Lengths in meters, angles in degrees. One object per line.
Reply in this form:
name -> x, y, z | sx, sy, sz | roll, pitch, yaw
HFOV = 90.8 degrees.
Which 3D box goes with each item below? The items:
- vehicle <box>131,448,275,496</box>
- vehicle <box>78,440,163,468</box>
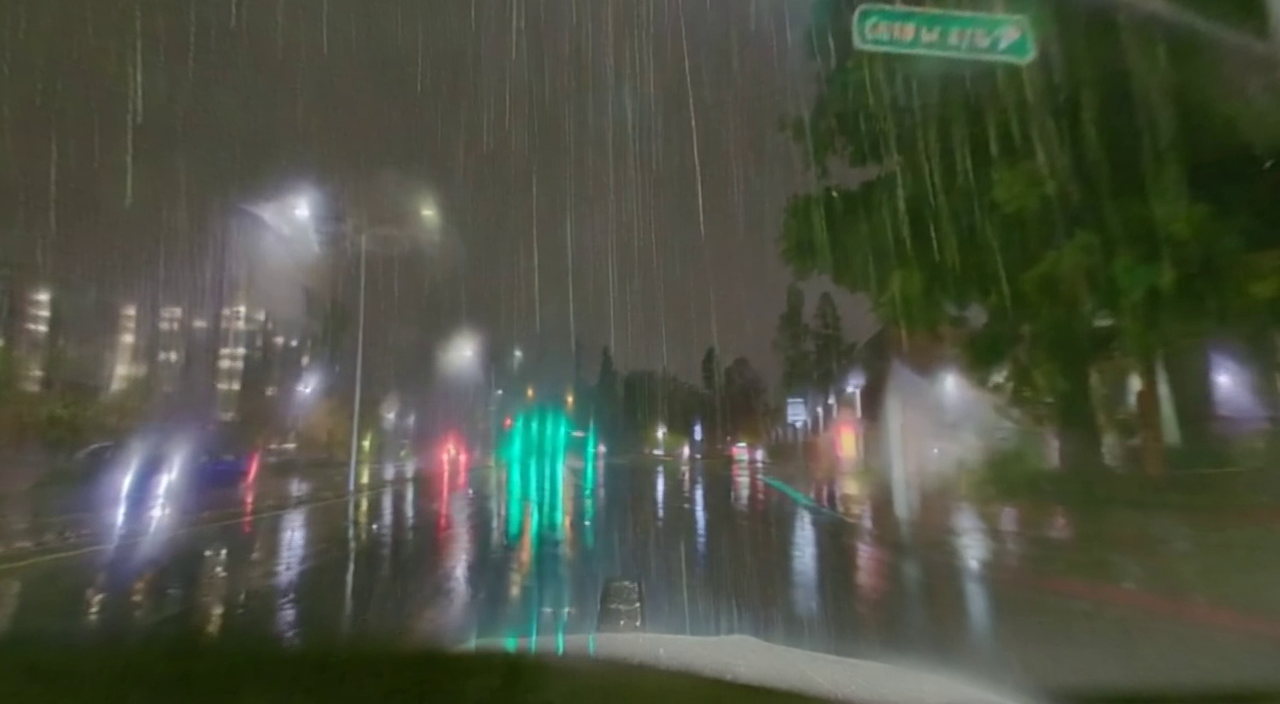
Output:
vehicle -> -15.921, 4.349, 23.408 | 2.152, 1.521, 4.767 | 0, -8, -4
vehicle -> -39.892, 7.823, 48.642 | 4.579, 1.962, 2.161 | 2, -8, -25
